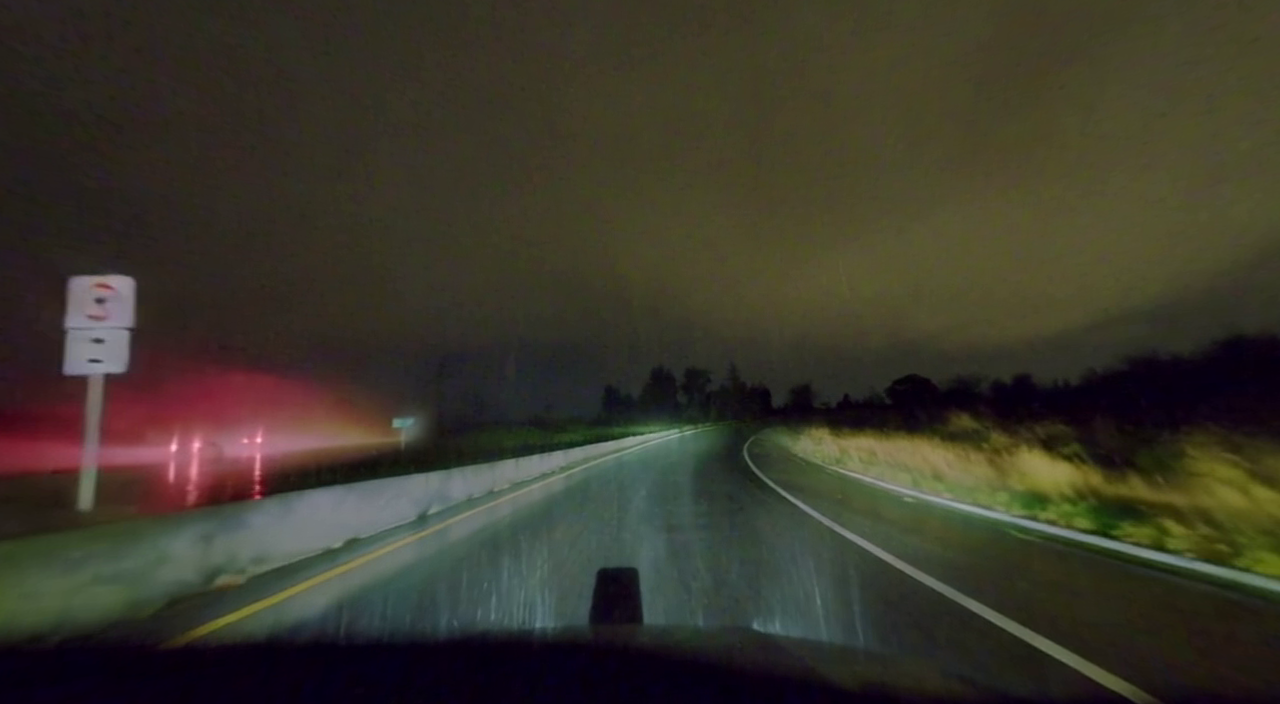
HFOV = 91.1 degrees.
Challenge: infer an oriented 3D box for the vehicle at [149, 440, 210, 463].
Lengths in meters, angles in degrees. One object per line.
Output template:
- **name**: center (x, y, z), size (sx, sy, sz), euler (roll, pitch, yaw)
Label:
- **vehicle**: center (-31.938, 6.889, 43.748), size (1.895, 1.451, 4.168), euler (2, -8, -13)
